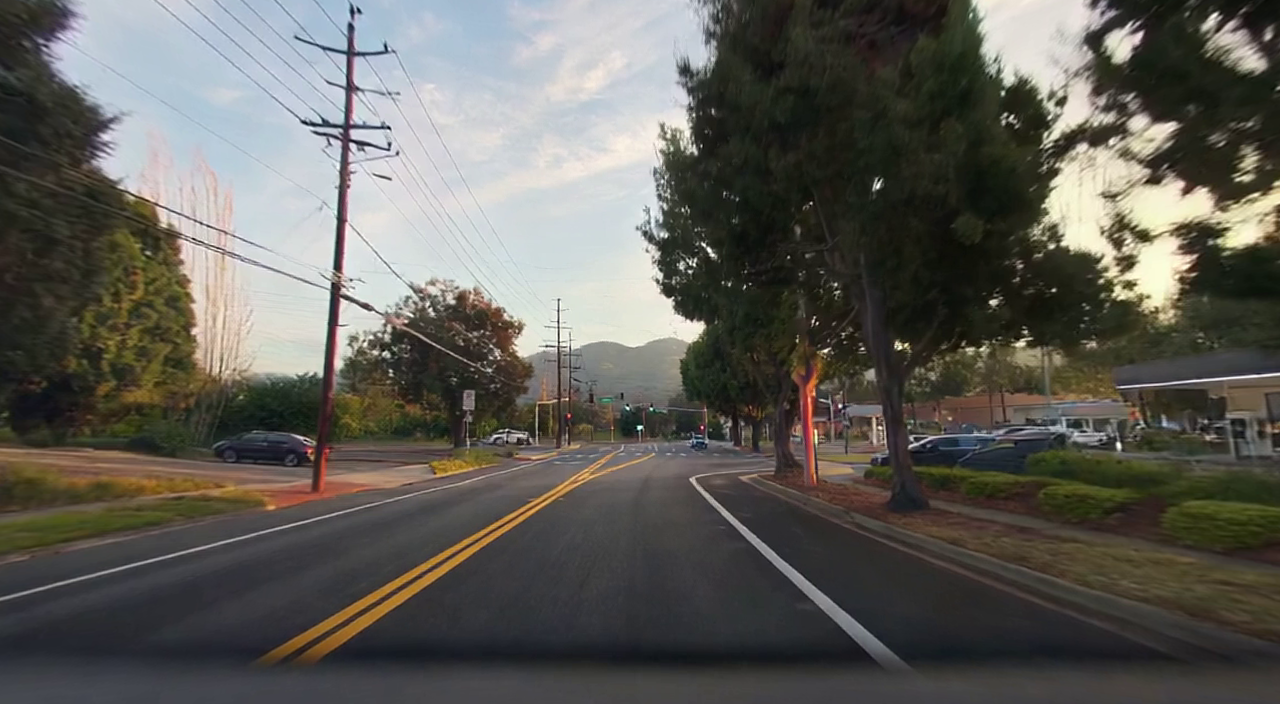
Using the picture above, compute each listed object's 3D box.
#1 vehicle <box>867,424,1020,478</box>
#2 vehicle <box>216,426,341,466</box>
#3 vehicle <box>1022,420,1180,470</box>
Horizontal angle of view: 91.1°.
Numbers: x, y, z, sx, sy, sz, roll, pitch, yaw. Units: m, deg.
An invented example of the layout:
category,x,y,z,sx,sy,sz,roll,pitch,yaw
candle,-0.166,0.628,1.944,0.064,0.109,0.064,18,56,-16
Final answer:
category,x,y,z,sx,sy,sz,roll,pitch,yaw
vehicle,10.908,3.614,23.012,4.736,1.816,1.999,-3,-9,17
vehicle,-14.894,3.924,26.260,2.009,1.526,4.730,-1,-8,6
vehicle,16.551,3.374,22.740,4.102,1.683,1.879,-1,-10,5
